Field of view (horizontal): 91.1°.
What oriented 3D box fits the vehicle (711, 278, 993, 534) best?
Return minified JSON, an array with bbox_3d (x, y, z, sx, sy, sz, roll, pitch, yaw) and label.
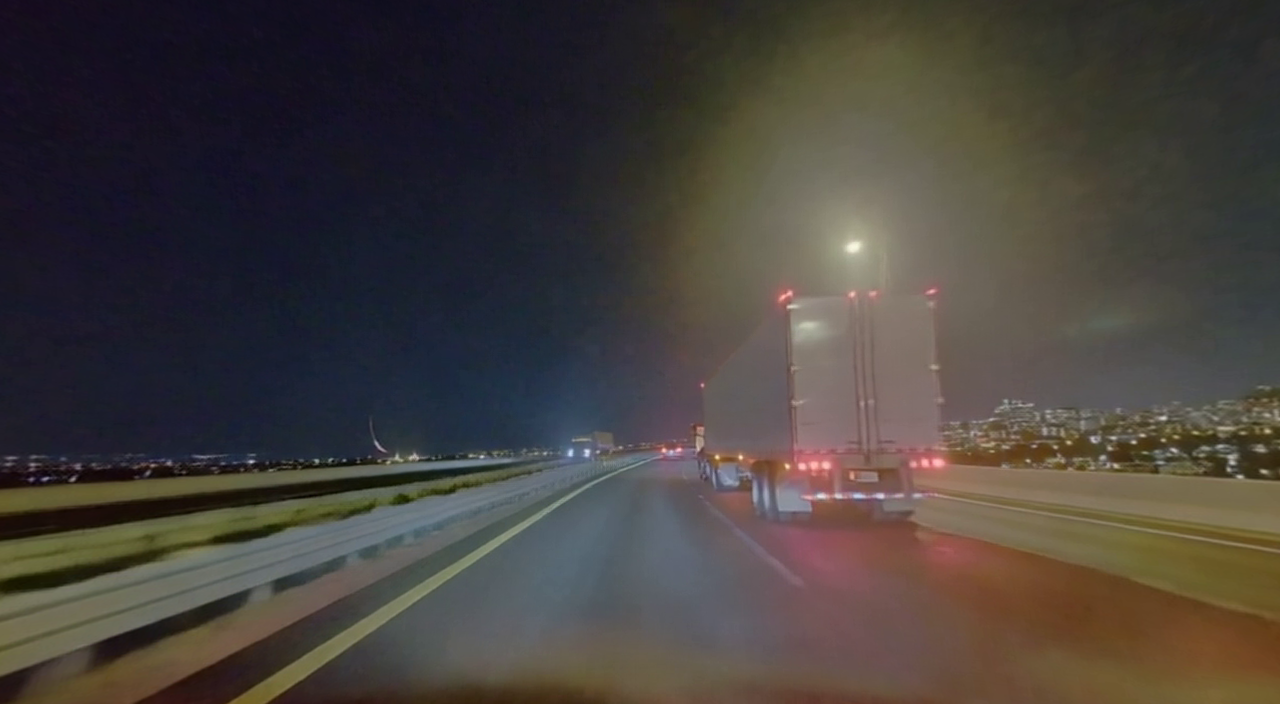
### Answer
[{"bbox_3d":[3.981,1.751,16.156,2.965,4.028,12.529,0,-9,1],"label":"vehicle"}]
